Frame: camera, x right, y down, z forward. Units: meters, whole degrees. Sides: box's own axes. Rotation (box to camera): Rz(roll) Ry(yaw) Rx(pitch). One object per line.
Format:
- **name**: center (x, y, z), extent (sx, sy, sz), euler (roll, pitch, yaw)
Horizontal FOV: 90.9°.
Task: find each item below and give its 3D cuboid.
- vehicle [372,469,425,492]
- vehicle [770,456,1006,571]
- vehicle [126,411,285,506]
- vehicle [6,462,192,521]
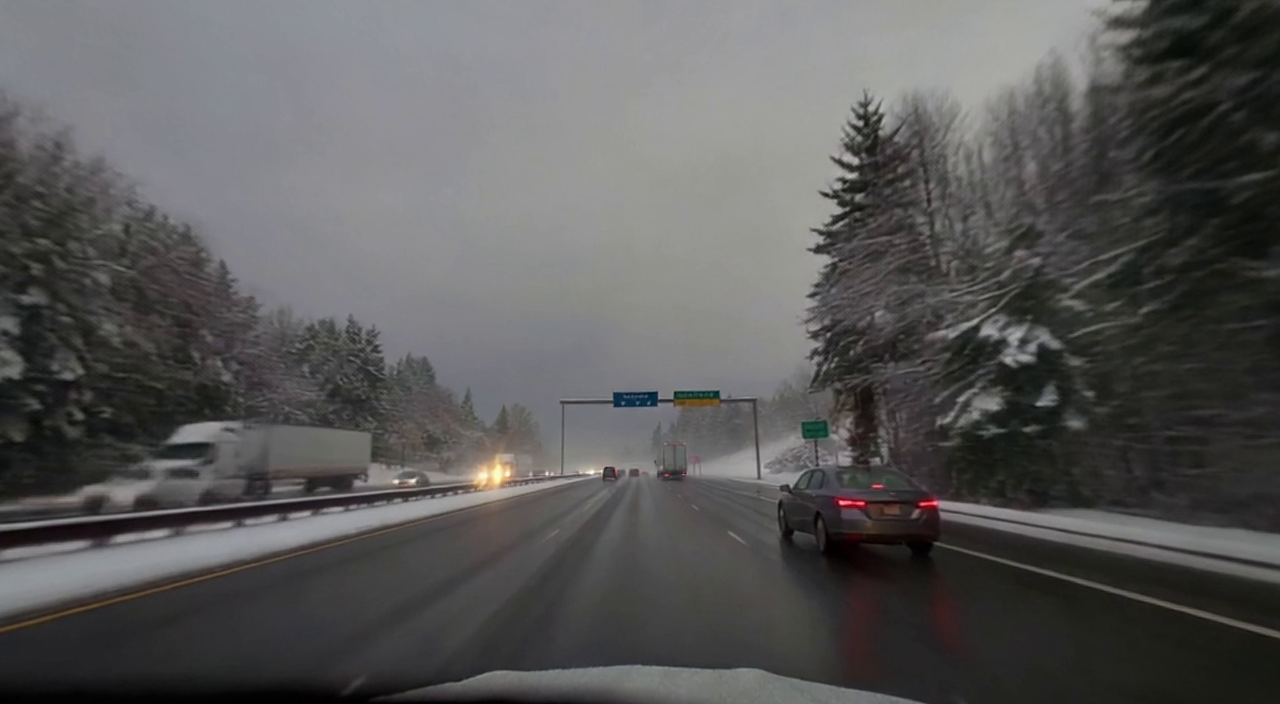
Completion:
- **vehicle**: center (-16.021, 8.536, 42.039), extent (1.780, 1.452, 4.497), euler (1, -10, 0)
- **vehicle**: center (3.746, 2.559, 10.634), extent (2.051, 1.472, 4.547), euler (1, -10, -1)
- **vehicle**: center (-20.205, 5.081, 29.888), extent (2.936, 3.988, 5.945), euler (0, -11, 0)
- **vehicle**: center (-15.640, 4.029, 18.560), extent (1.736, 1.475, 4.118), euler (0, -10, 1)
